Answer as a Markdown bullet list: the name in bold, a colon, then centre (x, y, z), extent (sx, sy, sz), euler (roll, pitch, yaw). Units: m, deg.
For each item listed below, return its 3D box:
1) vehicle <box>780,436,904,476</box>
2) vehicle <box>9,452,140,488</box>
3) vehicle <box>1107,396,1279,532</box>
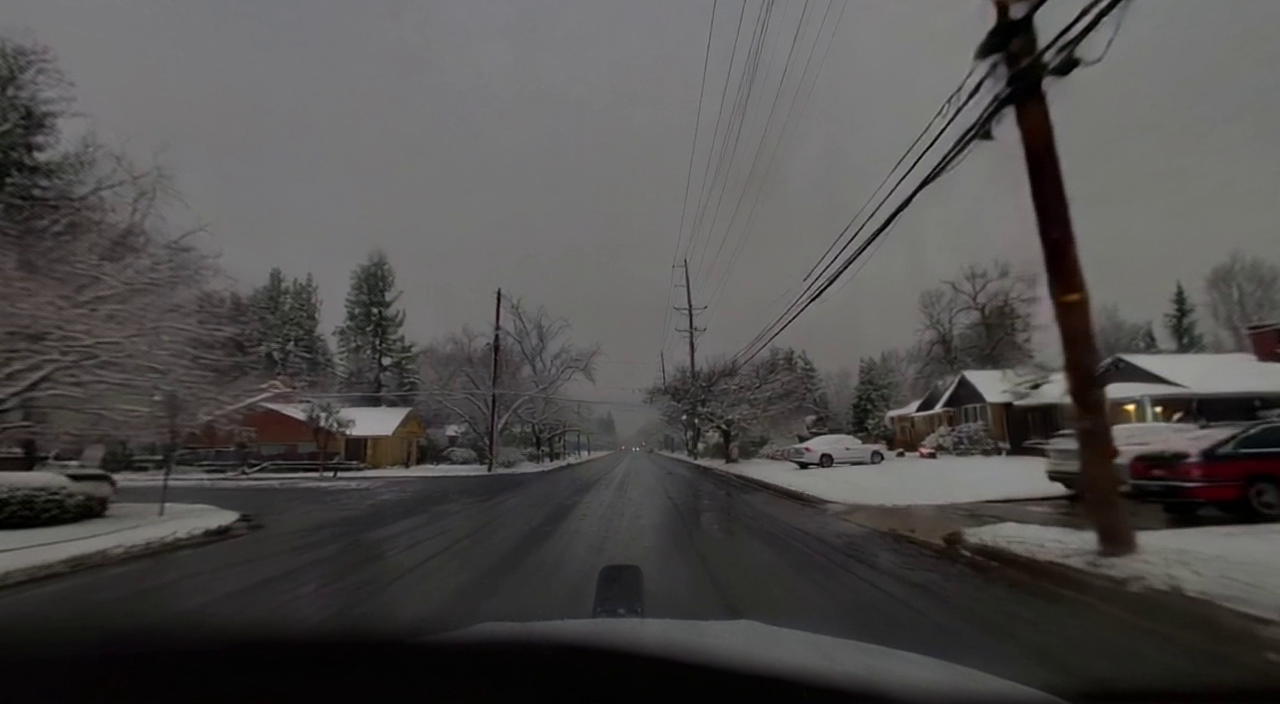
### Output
- **vehicle**: centre (9.076, 4.723, 28.769), extent (4.846, 1.577, 2.146), euler (-2, -8, 0)
- **vehicle**: centre (-27.071, 5.647, 30.352), extent (4.360, 1.582, 1.920), euler (0, -8, -2)
- **vehicle**: centre (10.210, 1.569, 9.419), extent (4.686, 1.786, 2.019), euler (-3, -8, 5)
